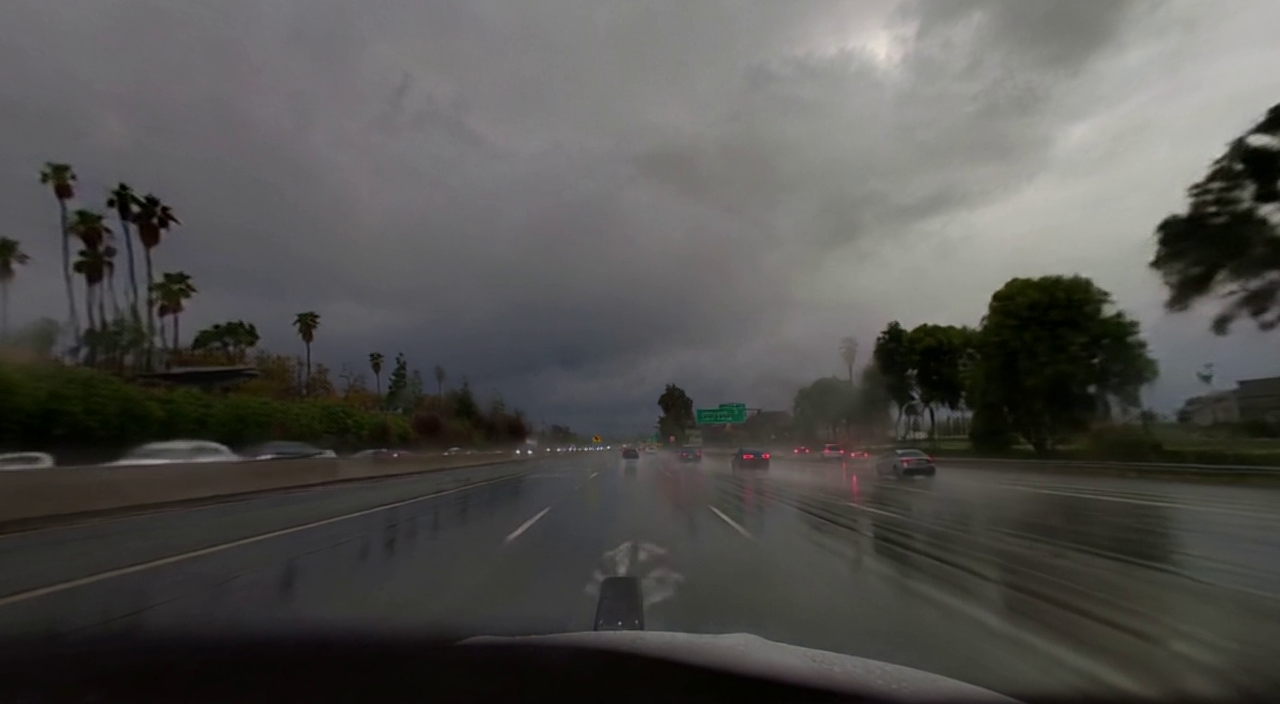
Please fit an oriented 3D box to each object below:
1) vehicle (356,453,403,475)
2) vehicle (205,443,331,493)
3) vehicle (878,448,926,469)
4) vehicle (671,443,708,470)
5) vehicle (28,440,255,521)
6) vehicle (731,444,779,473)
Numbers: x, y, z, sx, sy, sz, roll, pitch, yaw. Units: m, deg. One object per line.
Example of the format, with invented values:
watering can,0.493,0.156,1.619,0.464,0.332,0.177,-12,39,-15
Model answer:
vehicle,-20.131,8.649,48.839,1.715,1.478,4.670,0,-8,-1
vehicle,-16.153,5.024,27.801,2.205,1.946,5.490,0,-9,0
vehicle,19.613,7.975,47.316,1.774,1.457,4.653,0,-9,1
vehicle,3.231,6.894,41.836,2.035,1.704,3.867,0,-9,-2
vehicle,-12.558,3.227,16.410,2.032,1.779,4.704,0,-9,0
vehicle,6.742,6.287,37.423,1.902,1.623,4.360,0,-9,-1
